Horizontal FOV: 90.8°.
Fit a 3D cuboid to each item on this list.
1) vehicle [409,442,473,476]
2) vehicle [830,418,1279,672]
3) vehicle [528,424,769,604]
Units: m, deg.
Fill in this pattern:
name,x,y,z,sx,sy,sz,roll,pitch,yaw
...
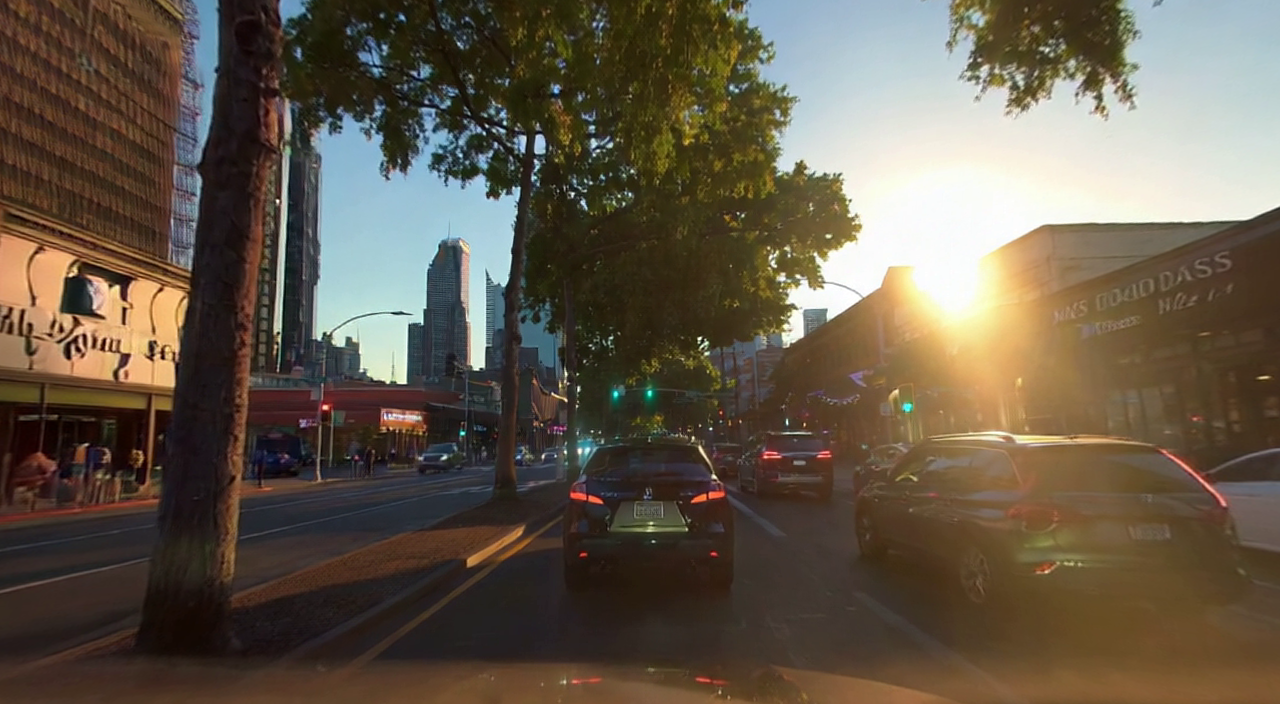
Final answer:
name,x,y,z,sx,sy,sz,roll,pitch,yaw
vehicle,-11.238,6.055,36.039,2.042,1.749,4.629,-1,-9,1
vehicle,3.399,1.455,5.885,1.988,1.480,4.195,0,-9,1
vehicle,0.047,1.625,7.126,2.006,1.487,3.535,0,-9,-1
